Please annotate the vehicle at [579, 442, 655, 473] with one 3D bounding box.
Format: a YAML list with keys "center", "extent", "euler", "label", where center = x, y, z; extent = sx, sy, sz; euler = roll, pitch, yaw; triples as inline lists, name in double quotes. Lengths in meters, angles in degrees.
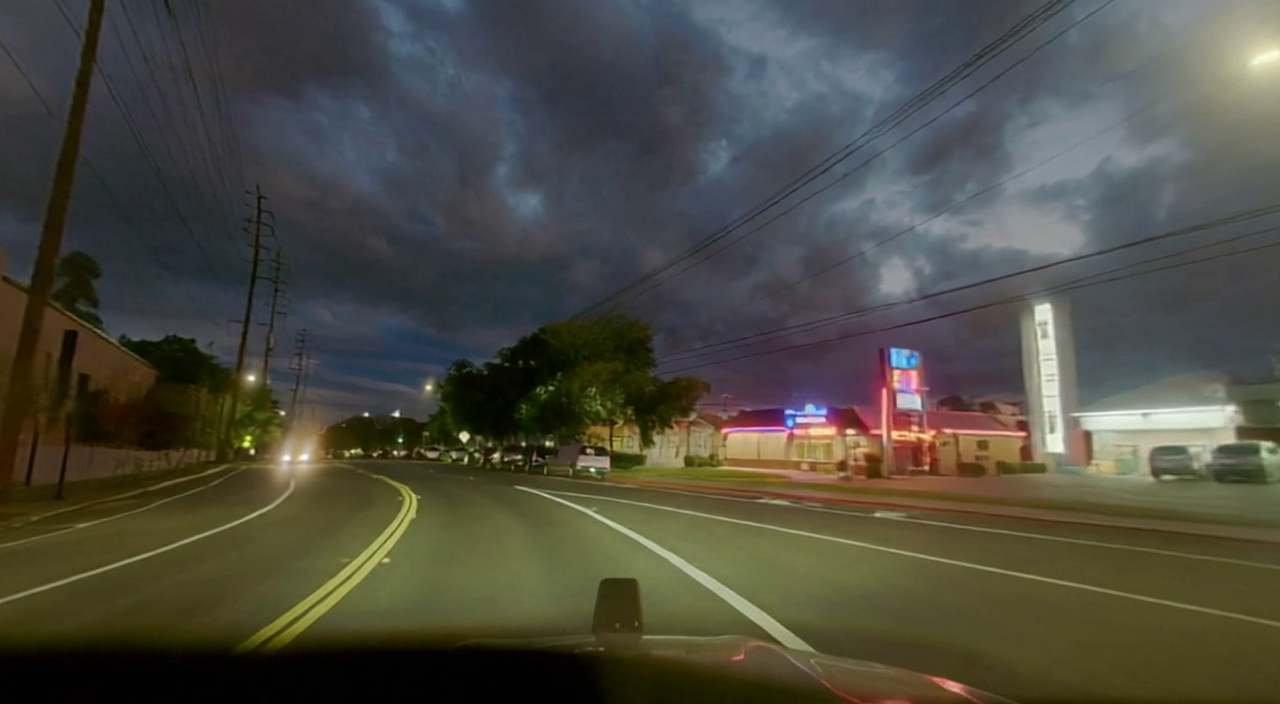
- center: [-1.165, 5.699, 34.218]
  extent: [2.074, 1.526, 4.853]
  euler: [-4, -9, 26]
  label: "vehicle"

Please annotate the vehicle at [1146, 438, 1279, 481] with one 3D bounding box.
- center: [21.737, 3.918, 23.096]
  extent: [4.454, 1.504, 1.970]
  euler: [-1, -8, 6]
  label: "vehicle"

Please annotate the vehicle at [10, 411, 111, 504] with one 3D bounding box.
- center: [-19.320, 3.457, 21.137]
  extent: [1.716, 2.808, 3.001]
  euler: [3, -8, -30]
  label: "vehicle"
